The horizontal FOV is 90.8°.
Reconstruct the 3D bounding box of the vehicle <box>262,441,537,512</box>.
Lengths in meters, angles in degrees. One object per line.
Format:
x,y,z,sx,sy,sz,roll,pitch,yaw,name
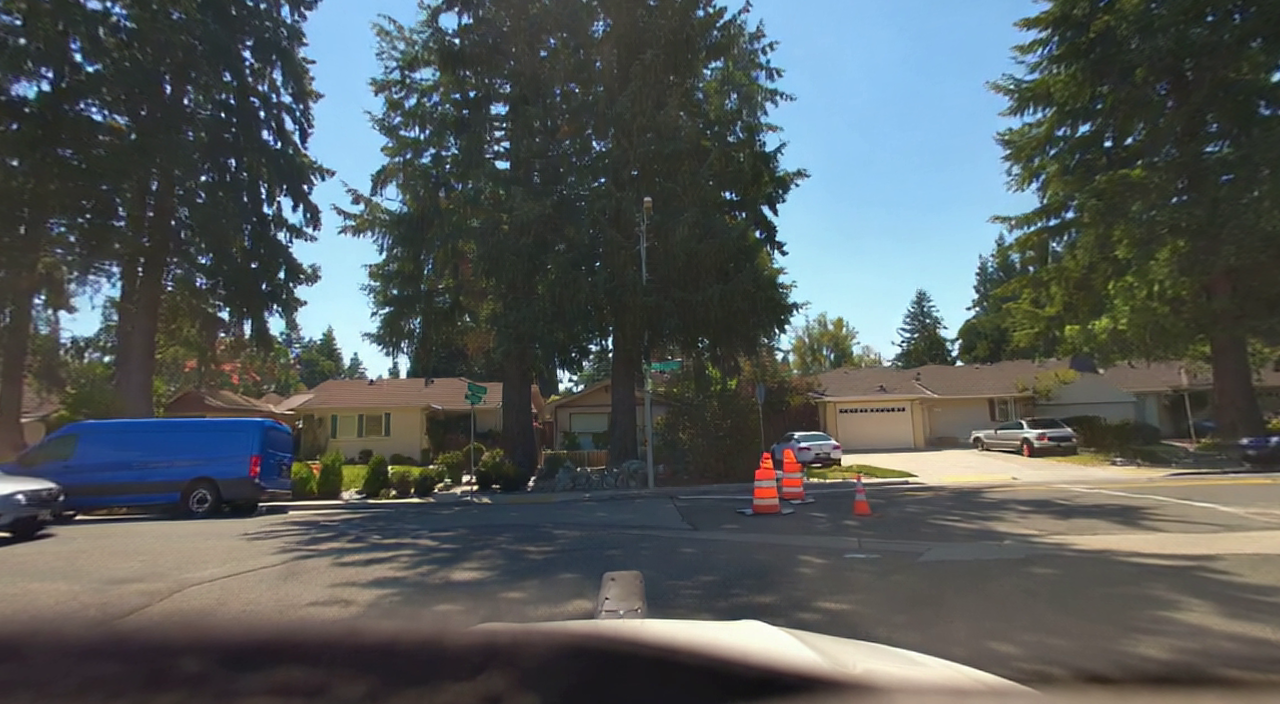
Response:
-6.386,3.415,17.831,6.643,1.777,2.925,1,-9,-6,vehicle

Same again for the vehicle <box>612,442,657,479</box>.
-0.302,4.755,27.931,1.648,1.430,3.654,4,-9,-4,vehicle

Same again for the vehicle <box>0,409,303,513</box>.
-14.052,3.040,17.449,7.824,2.323,2.863,-3,-10,-2,vehicle

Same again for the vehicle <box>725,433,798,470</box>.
5.346,4.463,28.489,2.007,1.555,4.204,1,-9,-7,vehicle

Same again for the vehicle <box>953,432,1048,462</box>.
23.682,6.246,41.577,4.984,1.912,2.132,1,-8,-6,vehicle

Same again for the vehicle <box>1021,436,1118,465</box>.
22.776,5.221,33.558,3.863,1.453,1.826,1,-8,-5,vehicle

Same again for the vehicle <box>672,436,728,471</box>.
2.596,4.531,28.372,1.745,1.461,4.074,1,-9,-6,vehicle

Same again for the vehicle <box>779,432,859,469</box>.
8.065,4.499,28.943,1.893,1.529,4.422,1,-9,-7,vehicle
